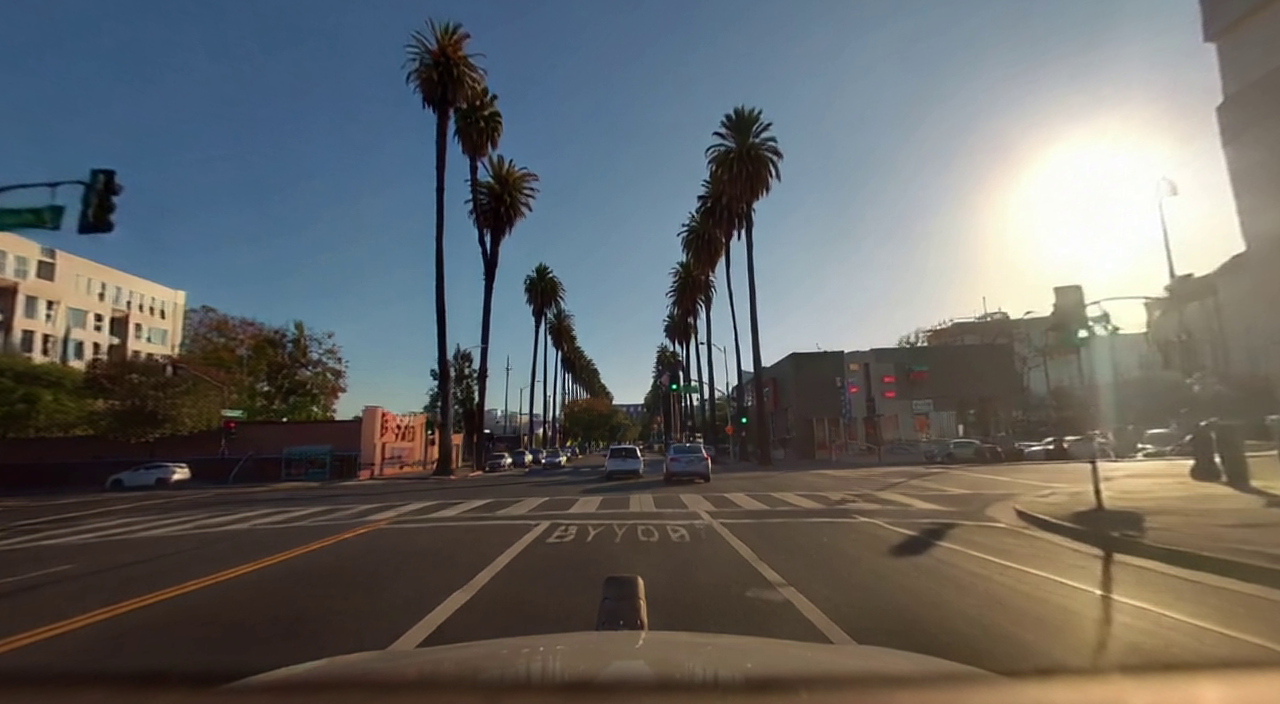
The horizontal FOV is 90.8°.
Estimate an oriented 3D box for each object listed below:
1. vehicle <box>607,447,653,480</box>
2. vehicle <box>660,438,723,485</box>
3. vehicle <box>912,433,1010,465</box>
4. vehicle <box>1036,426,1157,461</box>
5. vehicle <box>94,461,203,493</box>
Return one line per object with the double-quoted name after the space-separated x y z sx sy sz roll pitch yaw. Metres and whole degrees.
-0.537 5.384 30.848 2.088 1.452 3.993 0 -8 -2 "vehicle"
1.983 4.384 25.668 2.003 1.702 4.288 0 -8 -3 "vehicle"
17.603 5.338 34.784 4.277 1.665 2.006 0 -9 -2 "vehicle"
25.466 5.124 35.378 5.130 1.875 2.118 0 -9 -1 "vehicle"
-28.801 7.316 37.158 4.570 1.741 2.107 0 -8 -2 "vehicle"
